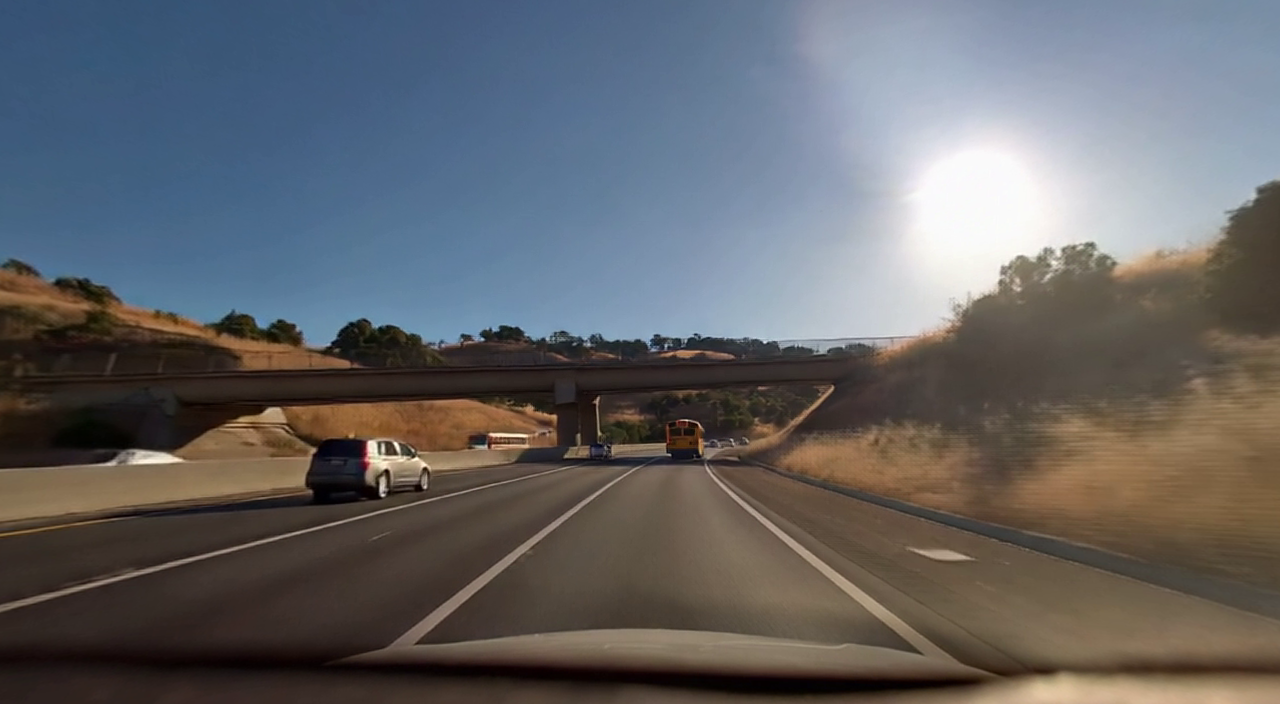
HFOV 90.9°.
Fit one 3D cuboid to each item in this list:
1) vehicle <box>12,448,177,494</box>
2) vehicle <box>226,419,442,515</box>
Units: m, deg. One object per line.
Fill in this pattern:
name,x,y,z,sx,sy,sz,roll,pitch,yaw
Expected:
vehicle,-19.809,4.294,23.237,1.885,1.458,4.506,0,-8,3
vehicle,-6.206,2.382,13.603,2.172,1.689,4.625,0,-8,2
